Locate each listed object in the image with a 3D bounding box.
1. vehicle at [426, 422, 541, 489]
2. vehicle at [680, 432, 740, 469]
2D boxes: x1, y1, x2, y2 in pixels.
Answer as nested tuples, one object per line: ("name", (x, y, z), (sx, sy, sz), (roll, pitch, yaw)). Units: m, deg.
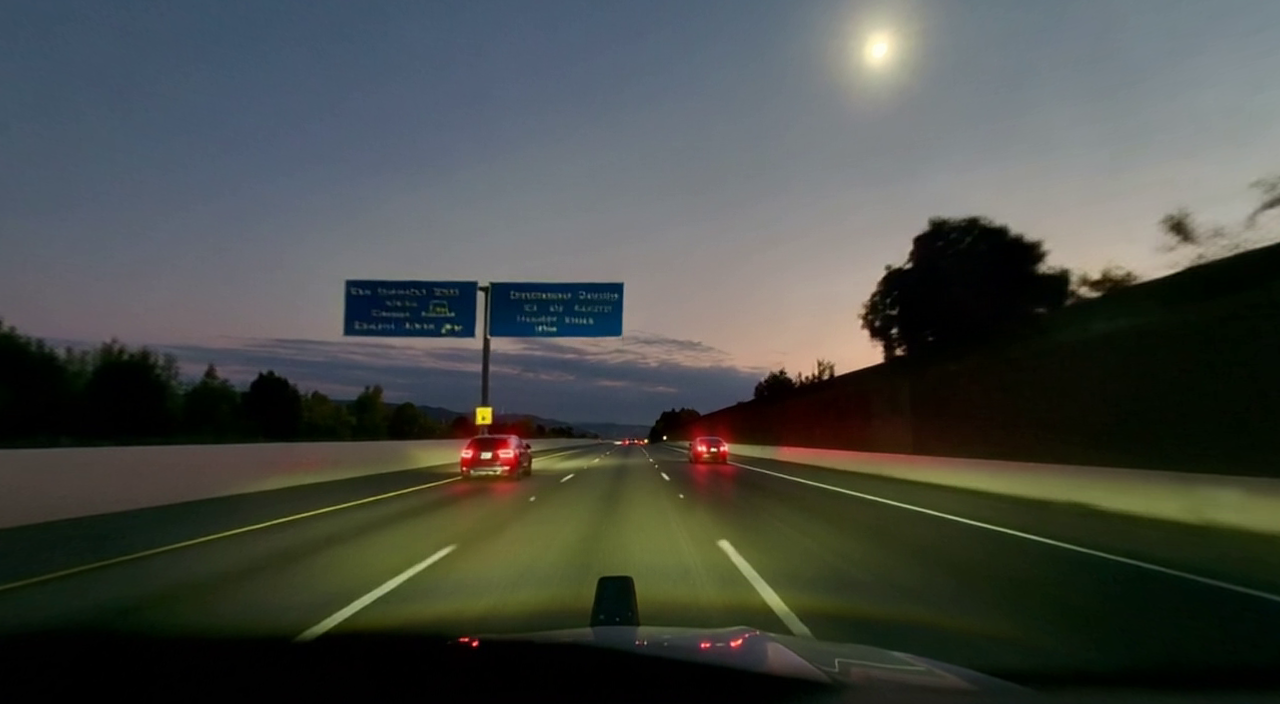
("vehicle", (-4.238, 2.860, 17.813), (2.219, 1.660, 4.153), (0, -8, -1))
("vehicle", (3.048, 4.381, 28.401), (2.077, 1.523, 4.539), (0, -8, -2))
